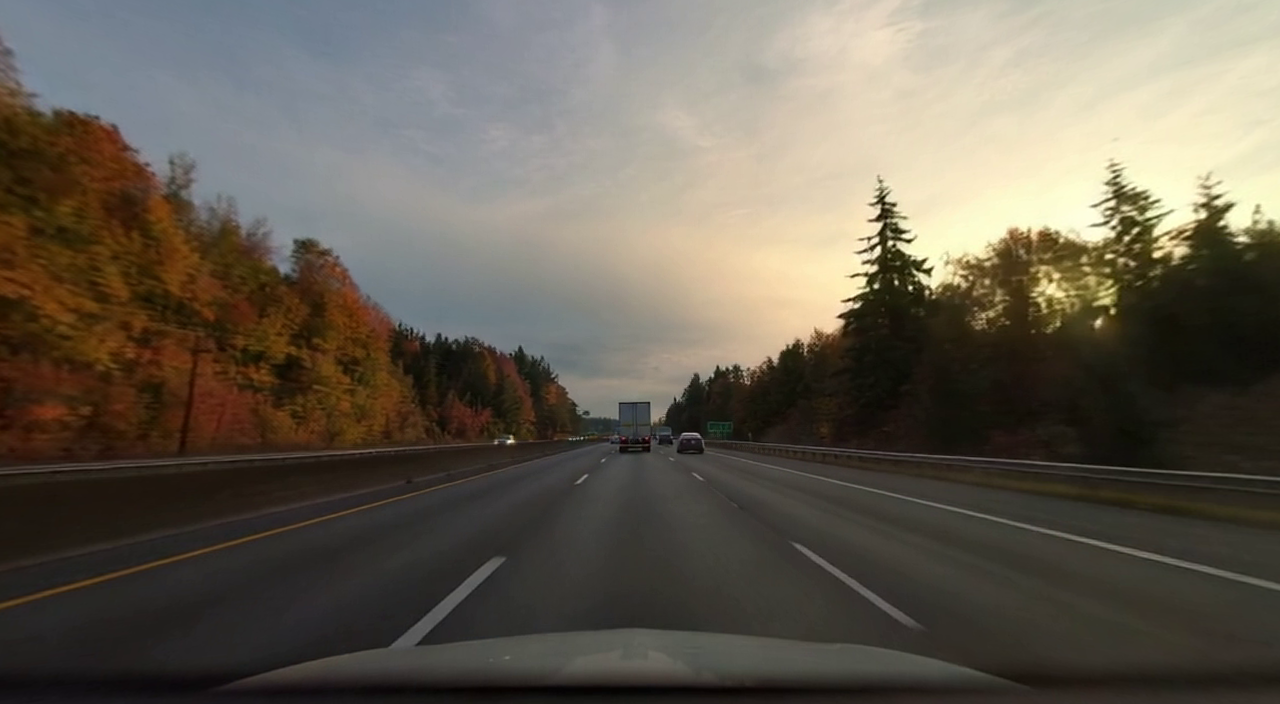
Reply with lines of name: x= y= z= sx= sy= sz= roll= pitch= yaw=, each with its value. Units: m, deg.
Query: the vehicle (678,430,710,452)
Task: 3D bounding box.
vehicle: x=3.963 y=6.630 z=46.750 sx=1.959 sy=1.571 sz=3.876 roll=0 pitch=-8 yaw=-2

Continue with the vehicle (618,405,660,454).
vehicle: x=-0.185 y=5.224 z=42.049 sx=2.631 sy=2.957 sz=6.512 roll=0 pitch=-8 yaw=-2
